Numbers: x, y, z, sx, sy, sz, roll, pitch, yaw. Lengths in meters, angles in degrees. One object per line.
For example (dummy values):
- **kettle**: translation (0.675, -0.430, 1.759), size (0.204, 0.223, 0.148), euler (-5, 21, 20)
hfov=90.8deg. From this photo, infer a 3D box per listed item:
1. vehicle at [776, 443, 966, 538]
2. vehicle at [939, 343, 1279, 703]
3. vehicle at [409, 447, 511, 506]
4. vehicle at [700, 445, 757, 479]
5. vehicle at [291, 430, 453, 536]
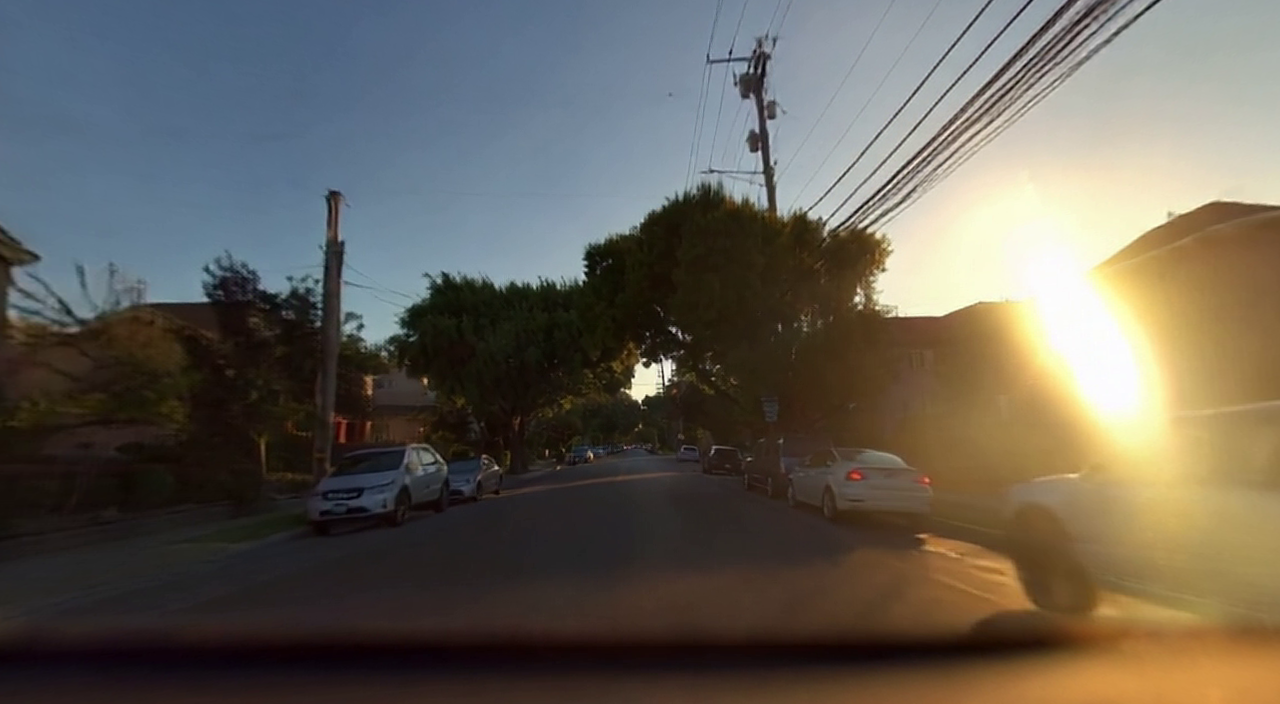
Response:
- **vehicle**: translation (3.966, 2.430, 11.811), size (1.804, 1.422, 4.497), euler (0, -9, -1)
- **vehicle**: translation (4.129, 0.939, 3.270), size (2.279, 1.848, 5.577), euler (0, -9, -2)
- **vehicle**: translation (-5.698, 3.952, 20.637), size (1.991, 1.464, 4.763), euler (-3, -7, 0)
- **vehicle**: translation (4.136, 5.201, 30.154), size (1.930, 1.470, 4.738), euler (0, -9, -1)
- **vehicle**: translation (-5.716, 2.764, 14.176), size (2.046, 1.825, 4.627), euler (-2, -7, -6)
